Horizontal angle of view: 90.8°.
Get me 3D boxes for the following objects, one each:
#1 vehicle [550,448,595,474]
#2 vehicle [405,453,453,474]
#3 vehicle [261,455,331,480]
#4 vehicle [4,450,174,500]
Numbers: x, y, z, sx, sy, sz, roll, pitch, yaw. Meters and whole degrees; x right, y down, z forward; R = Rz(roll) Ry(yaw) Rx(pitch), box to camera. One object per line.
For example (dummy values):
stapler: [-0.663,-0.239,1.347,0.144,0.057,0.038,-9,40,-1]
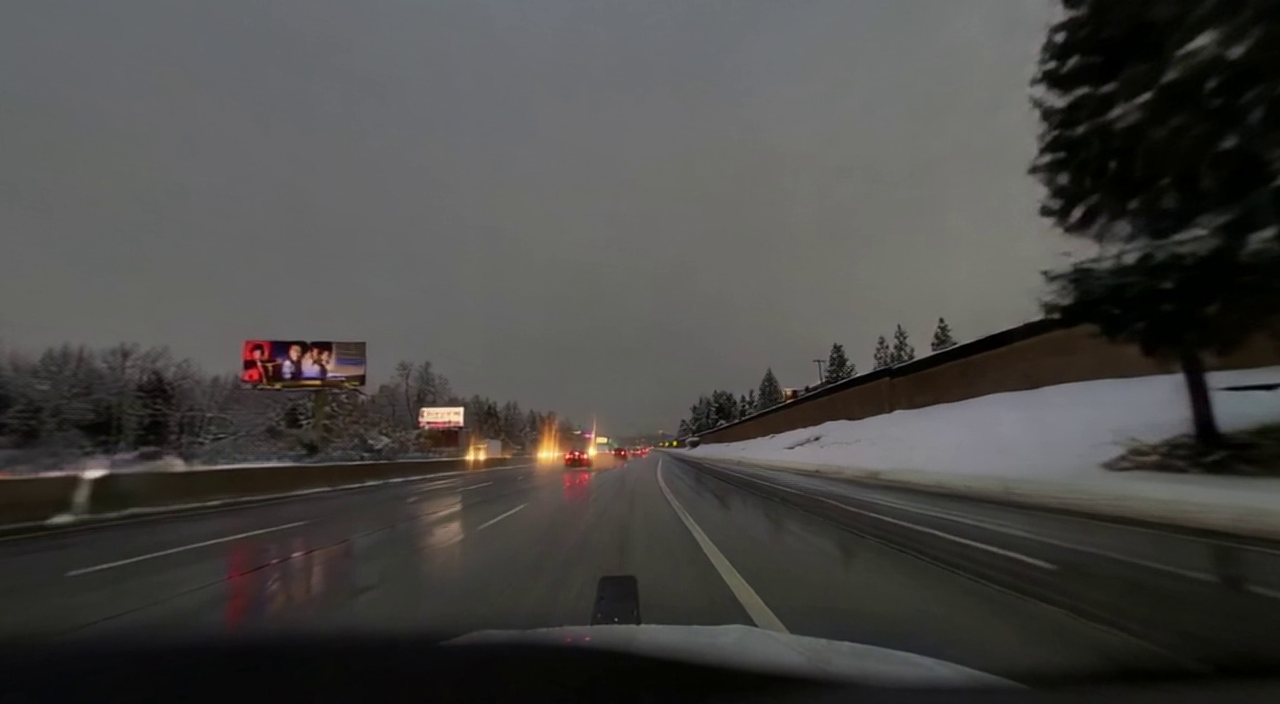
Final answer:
vehicle: [-4.049,6.629,38.700,2.078,1.457,4.648,0,-9,2]
vehicle: [-14.993,7.914,45.058,2.001,1.437,3.855,0,-9,1]
vehicle: [-21.783,7.313,40.181,1.812,1.450,4.503,0,-9,1]
vehicle: [-18.763,4.170,21.872,1.851,1.499,4.488,0,-9,0]
